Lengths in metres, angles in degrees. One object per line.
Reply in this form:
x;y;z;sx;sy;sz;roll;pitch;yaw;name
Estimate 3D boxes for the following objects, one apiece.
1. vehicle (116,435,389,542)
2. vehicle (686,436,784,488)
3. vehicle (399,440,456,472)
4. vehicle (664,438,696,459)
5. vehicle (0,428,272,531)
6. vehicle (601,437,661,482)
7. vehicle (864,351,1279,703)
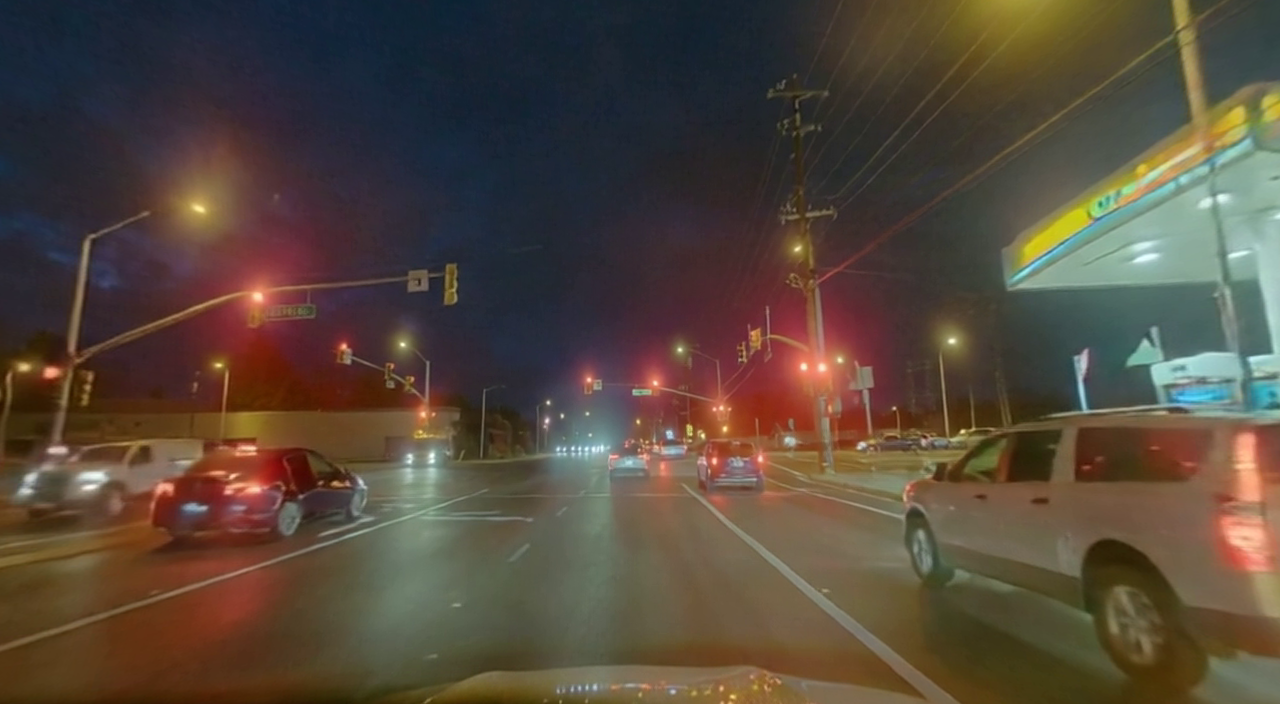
-6.285;2.231;11.021;2.075;1.470;4.190;-1;-9;0;vehicle
2.856;3.455;20.162;2.208;1.436;4.542;0;-9;-3;vehicle
-14.504;7.104;43.462;2.233;2.072;4.813;0;-9;0;vehicle
2.923;7.190;47.040;1.971;1.477;4.121;0;-9;-2;vehicle
-10.667;2.694;13.987;2.139;1.836;4.843;0;-9;-1;vehicle
-0.347;3.949;23.509;2.065;1.484;3.894;0;-8;-1;vehicle
3.796;1.159;4.797;2.452;1.682;4.565;0;-8;-1;vehicle
